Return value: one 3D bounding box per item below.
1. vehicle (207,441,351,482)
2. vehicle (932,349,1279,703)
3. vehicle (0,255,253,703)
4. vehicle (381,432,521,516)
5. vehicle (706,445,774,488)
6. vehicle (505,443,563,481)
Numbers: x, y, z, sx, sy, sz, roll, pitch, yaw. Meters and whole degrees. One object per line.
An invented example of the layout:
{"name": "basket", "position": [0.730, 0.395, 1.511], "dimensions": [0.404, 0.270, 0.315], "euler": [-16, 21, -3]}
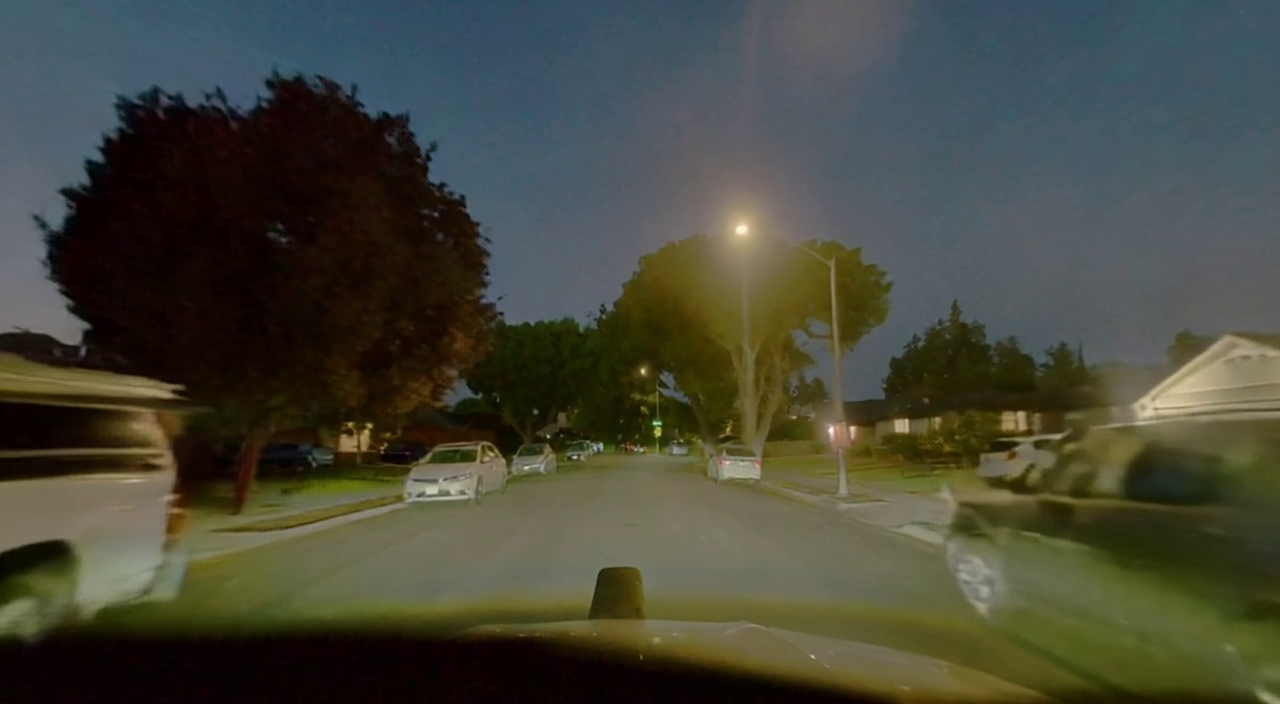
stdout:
{"name": "vehicle", "position": [-13.558, 4.106, 23.931], "dimensions": [4.220, 1.462, 1.913], "euler": [1, -9, -4]}
{"name": "vehicle", "position": [3.605, 1.000, 3.243], "dimensions": [2.082, 1.790, 4.330], "euler": [0, -9, 0]}
{"name": "vehicle", "position": [-4.707, 0.569, 2.300], "dimensions": [2.476, 2.434, 6.543], "euler": [-1, -7, 0]}
{"name": "vehicle", "position": [-4.683, 3.035, 16.579], "dimensions": [2.140, 1.815, 4.926], "euler": [0, -7, 0]}
{"name": "vehicle", "position": [3.736, 4.354, 24.318], "dimensions": [1.945, 1.495, 3.983], "euler": [0, -9, 0]}
{"name": "vehicle", "position": [-4.976, 5.201, 30.237], "dimensions": [1.887, 1.660, 4.312], "euler": [0, -9, 1]}
